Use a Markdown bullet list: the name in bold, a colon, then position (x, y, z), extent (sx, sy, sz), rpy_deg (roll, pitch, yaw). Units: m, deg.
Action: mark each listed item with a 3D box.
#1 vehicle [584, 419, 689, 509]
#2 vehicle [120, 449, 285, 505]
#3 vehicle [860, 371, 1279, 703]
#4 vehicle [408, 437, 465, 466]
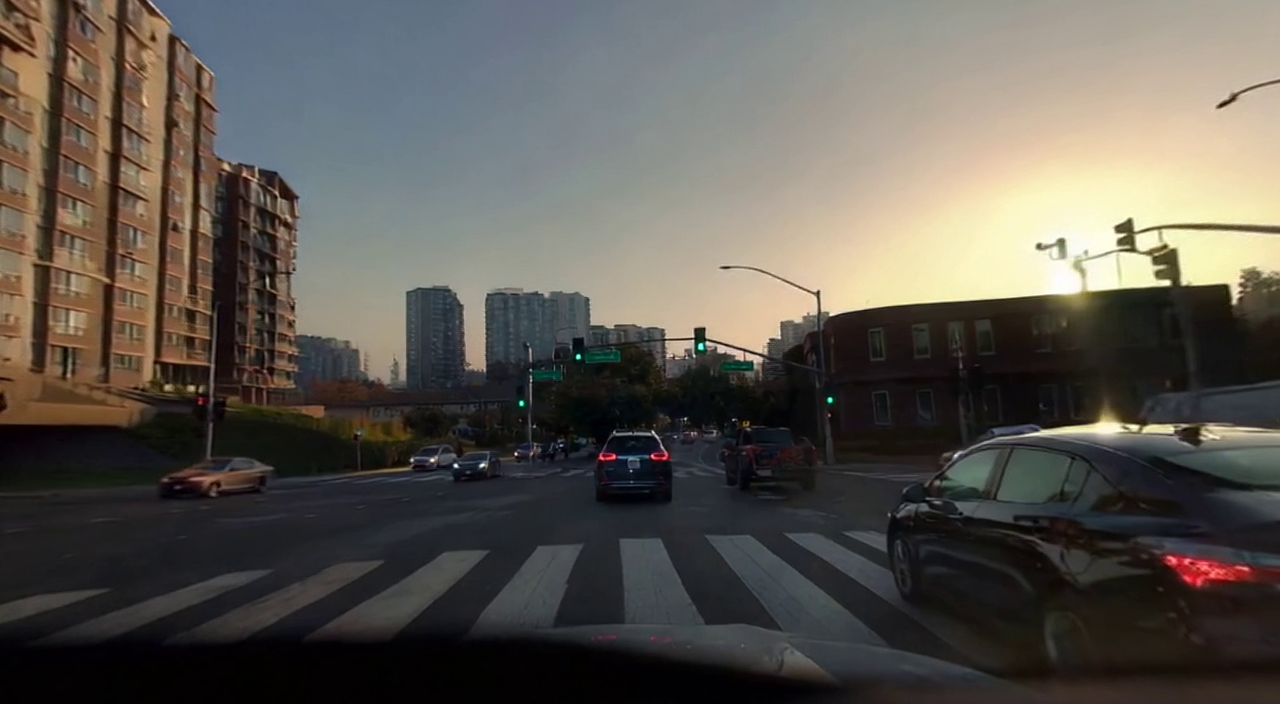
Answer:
- **vehicle**: position (-0.029, 2.753, 16.009), extent (2.206, 1.858, 5.332), rpy_deg (-1, -8, 1)
- **vehicle**: position (-13.288, 3.778, 19.613), extent (1.943, 1.487, 4.472), rpy_deg (0, -8, -1)
- **vehicle**: position (3.171, 1.157, 4.174), extent (1.906, 1.608, 4.137), rpy_deg (0, -8, 0)
- **vehicle**: position (-13.034, 6.366, 40.777), extent (1.964, 1.712, 5.236), rpy_deg (0, -8, 0)
